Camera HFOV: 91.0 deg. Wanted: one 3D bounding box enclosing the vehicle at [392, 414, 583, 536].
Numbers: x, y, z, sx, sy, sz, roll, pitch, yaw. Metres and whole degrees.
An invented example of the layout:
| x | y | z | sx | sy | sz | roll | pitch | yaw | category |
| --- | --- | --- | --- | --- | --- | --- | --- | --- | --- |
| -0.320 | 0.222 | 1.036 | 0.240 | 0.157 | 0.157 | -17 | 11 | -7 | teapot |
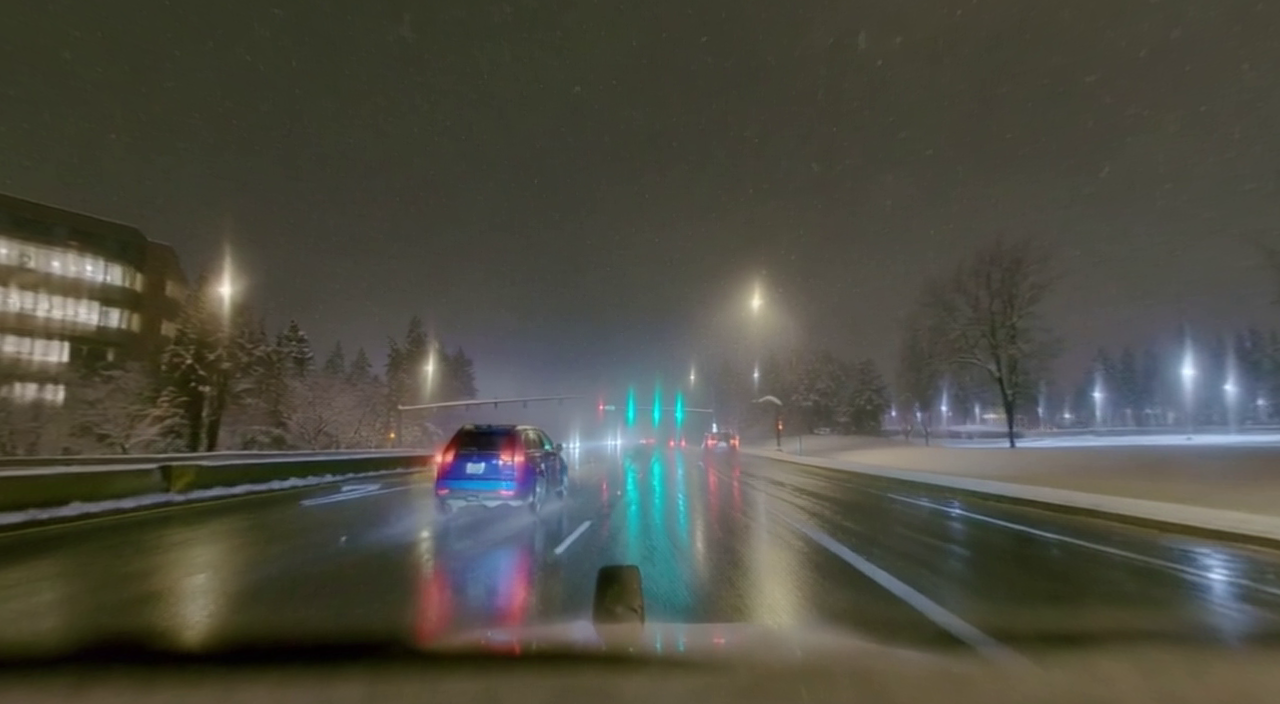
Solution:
| x | y | z | sx | sy | sz | roll | pitch | yaw | category |
| --- | --- | --- | --- | --- | --- | --- | --- | --- | --- |
| -2.388 | 2.081 | 11.283 | 2.033 | 1.713 | 4.503 | -1 | -8 | 4 | vehicle |

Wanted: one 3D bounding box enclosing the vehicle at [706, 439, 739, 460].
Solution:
| x | y | z | sx | sy | sz | roll | pitch | yaw | category |
| --- | --- | --- | --- | --- | --- | --- | --- | --- | --- |
| 6.055 | 7.197 | 46.457 | 1.983 | 1.464 | 4.472 | -1 | -8 | 2 | vehicle |
